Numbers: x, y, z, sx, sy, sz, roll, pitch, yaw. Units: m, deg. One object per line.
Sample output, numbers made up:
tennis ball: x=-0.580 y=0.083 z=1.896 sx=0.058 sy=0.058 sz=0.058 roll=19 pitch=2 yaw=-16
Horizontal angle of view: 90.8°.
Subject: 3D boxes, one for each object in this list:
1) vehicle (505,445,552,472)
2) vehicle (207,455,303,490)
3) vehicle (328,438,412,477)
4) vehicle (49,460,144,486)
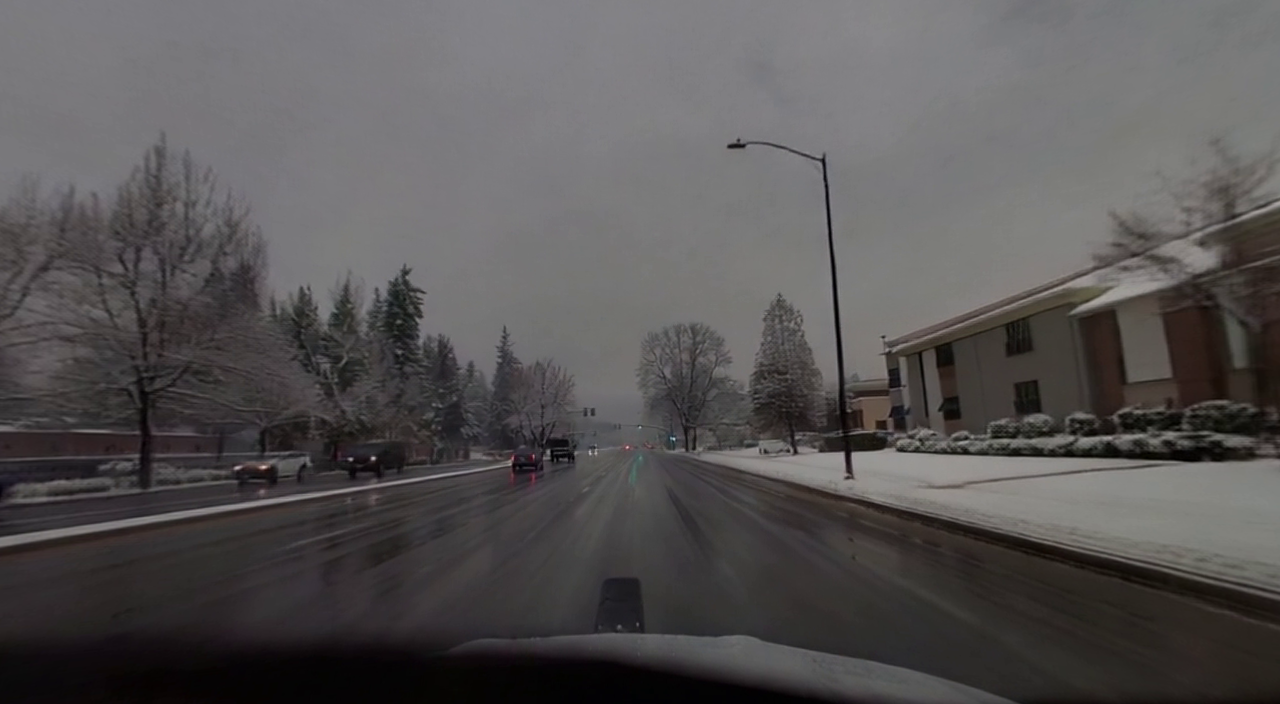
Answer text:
vehicle: x=-6.492 y=6.238 z=37.303 sx=1.970 sy=1.456 sz=4.441 roll=0 pitch=-9 yaw=0
vehicle: x=-17.942 y=5.602 z=29.734 sx=1.794 sy=1.449 sz=4.384 roll=0 pitch=-9 yaw=-1
vehicle: x=-15.065 y=5.910 z=35.669 sx=2.326 sy=2.030 sz=5.373 roll=0 pitch=-9 yaw=1
vehicle: x=-34.257 y=7.623 z=39.911 sx=4.194 sy=1.486 sz=1.883 roll=0 pitch=-9 yaw=-1
